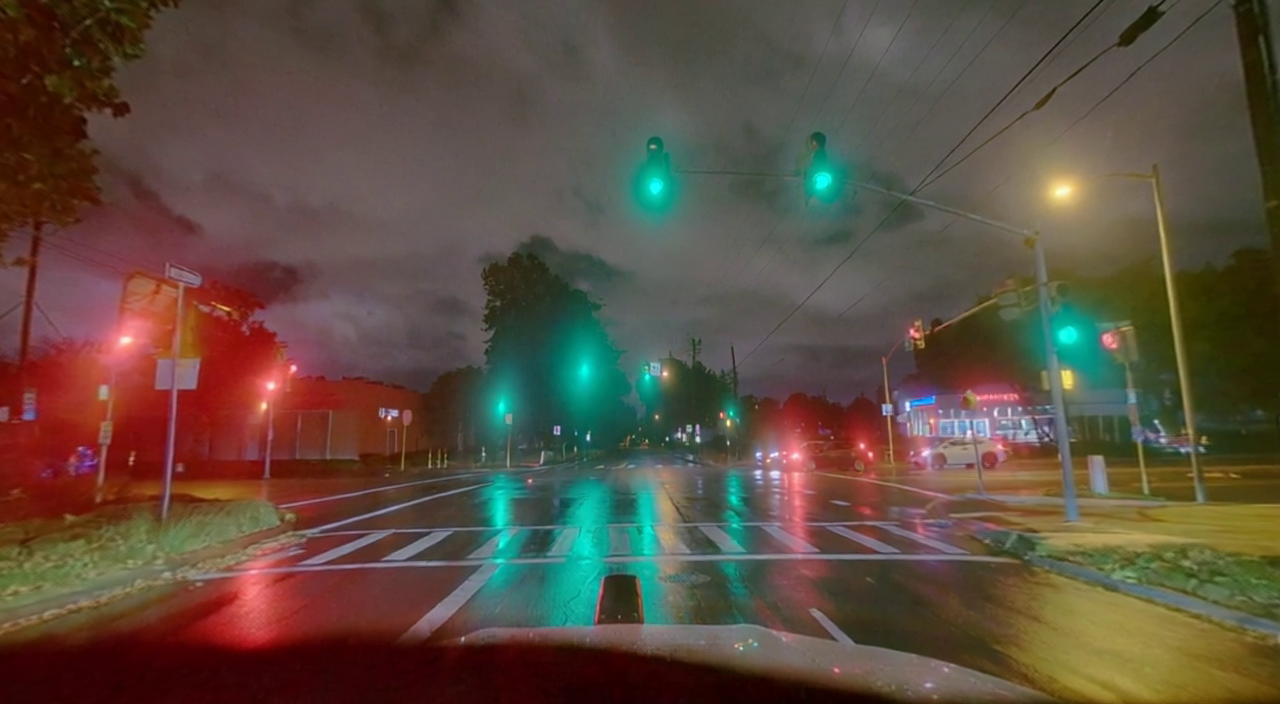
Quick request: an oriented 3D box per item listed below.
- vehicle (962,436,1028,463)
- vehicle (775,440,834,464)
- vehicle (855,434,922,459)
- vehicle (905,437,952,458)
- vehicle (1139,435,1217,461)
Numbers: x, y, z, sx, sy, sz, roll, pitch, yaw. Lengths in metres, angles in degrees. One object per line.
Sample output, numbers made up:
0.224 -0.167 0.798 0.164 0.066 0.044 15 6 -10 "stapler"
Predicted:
20.951 5.753 37.109 1.851 1.388 3.475 0 -5 0 "vehicle"
11.112 6.695 42.204 1.955 1.508 4.295 -8 -12 42 "vehicle"
16.926 6.430 42.625 4.522 1.546 1.941 6 -11 -35 "vehicle"
21.816 7.226 47.464 1.923 1.463 3.758 -1 -9 3 "vehicle"
31.476 5.589 36.776 1.612 1.402 3.320 -1 -8 0 "vehicle"
